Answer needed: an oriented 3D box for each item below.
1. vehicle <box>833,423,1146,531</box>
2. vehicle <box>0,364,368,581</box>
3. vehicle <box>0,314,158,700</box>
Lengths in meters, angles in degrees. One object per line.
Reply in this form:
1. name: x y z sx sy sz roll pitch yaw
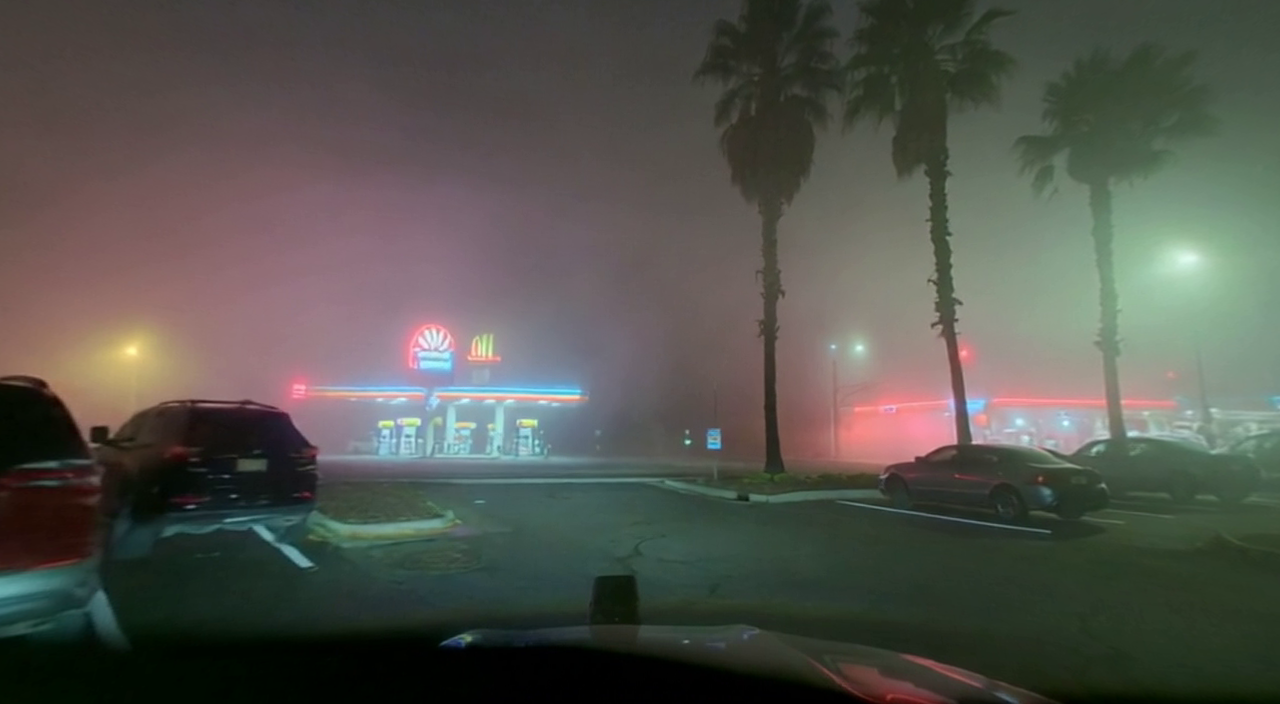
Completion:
1. vehicle: 5.837 2.126 11.331 1.937 1.490 4.564 3 -9 -24
2. vehicle: -6.444 1.486 8.512 5.855 1.950 2.445 -7 -11 37
3. vehicle: -6.465 1.077 4.896 6.836 2.006 2.434 -7 -11 37
